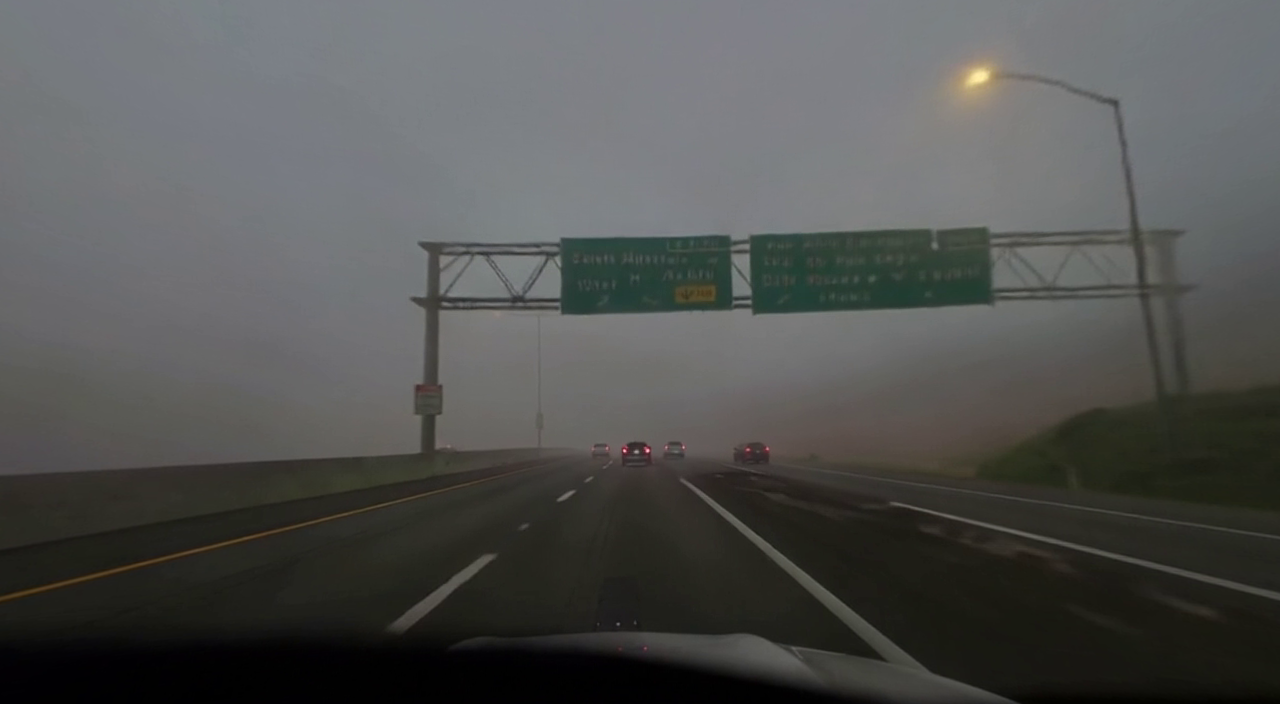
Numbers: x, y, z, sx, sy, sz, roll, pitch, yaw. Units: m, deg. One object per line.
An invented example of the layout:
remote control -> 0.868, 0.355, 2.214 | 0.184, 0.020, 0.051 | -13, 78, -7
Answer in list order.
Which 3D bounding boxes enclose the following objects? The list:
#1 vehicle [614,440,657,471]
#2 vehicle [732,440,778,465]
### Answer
vehicle -> -0.244, 5.188, 31.920 | 1.985, 1.457, 4.227 | 0, -9, -1
vehicle -> 6.972, 6.141, 38.721 | 1.935, 1.478, 4.433 | 0, -9, -1
